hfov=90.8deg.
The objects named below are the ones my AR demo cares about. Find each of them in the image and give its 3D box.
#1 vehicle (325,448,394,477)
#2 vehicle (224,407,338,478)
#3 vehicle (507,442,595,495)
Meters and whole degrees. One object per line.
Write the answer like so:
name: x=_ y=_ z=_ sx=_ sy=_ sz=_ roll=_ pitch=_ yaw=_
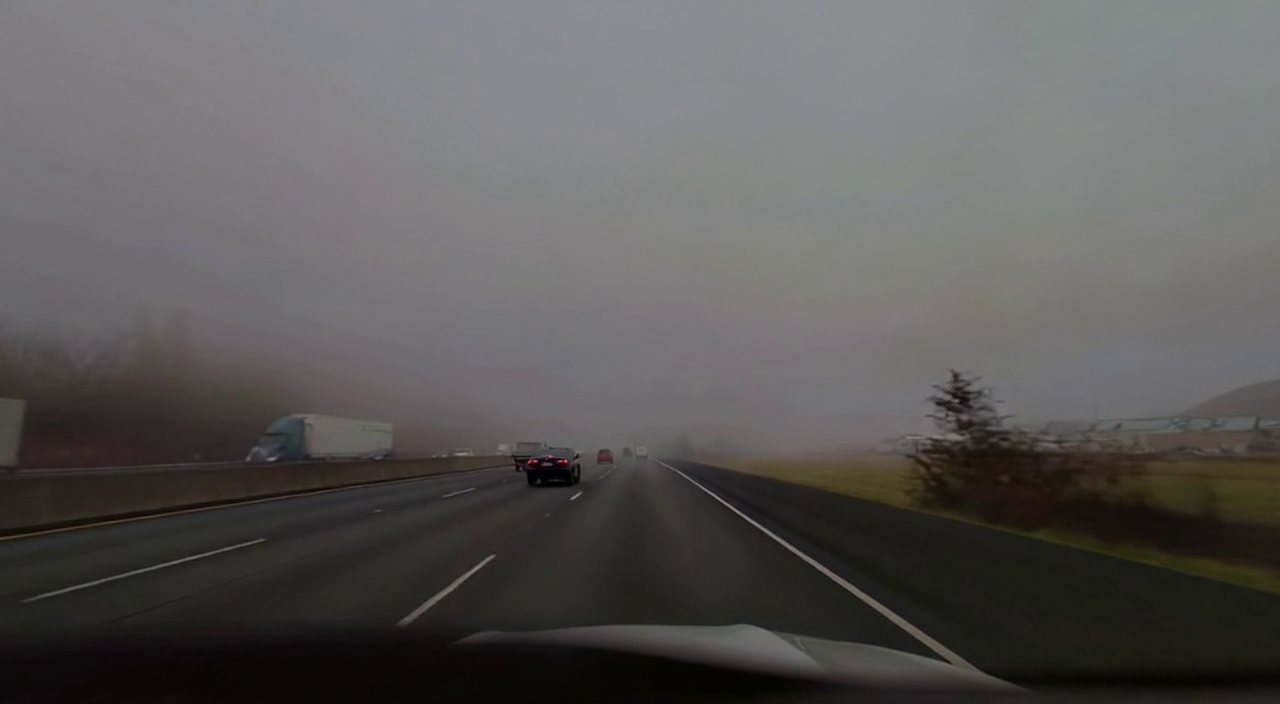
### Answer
vehicle: x=-15.572 y=6.107 z=35.231 sx=1.904 sy=1.501 sz=4.158 roll=0 pitch=-9 yaw=0
vehicle: x=-22.945 y=5.895 z=40.867 sx=3.289 sy=4.194 sz=6.586 roll=0 pitch=-9 yaw=0
vehicle: x=-2.718 y=3.689 z=20.309 sx=2.110 sy=1.500 sz=4.259 roll=0 pitch=-9 yaw=2
